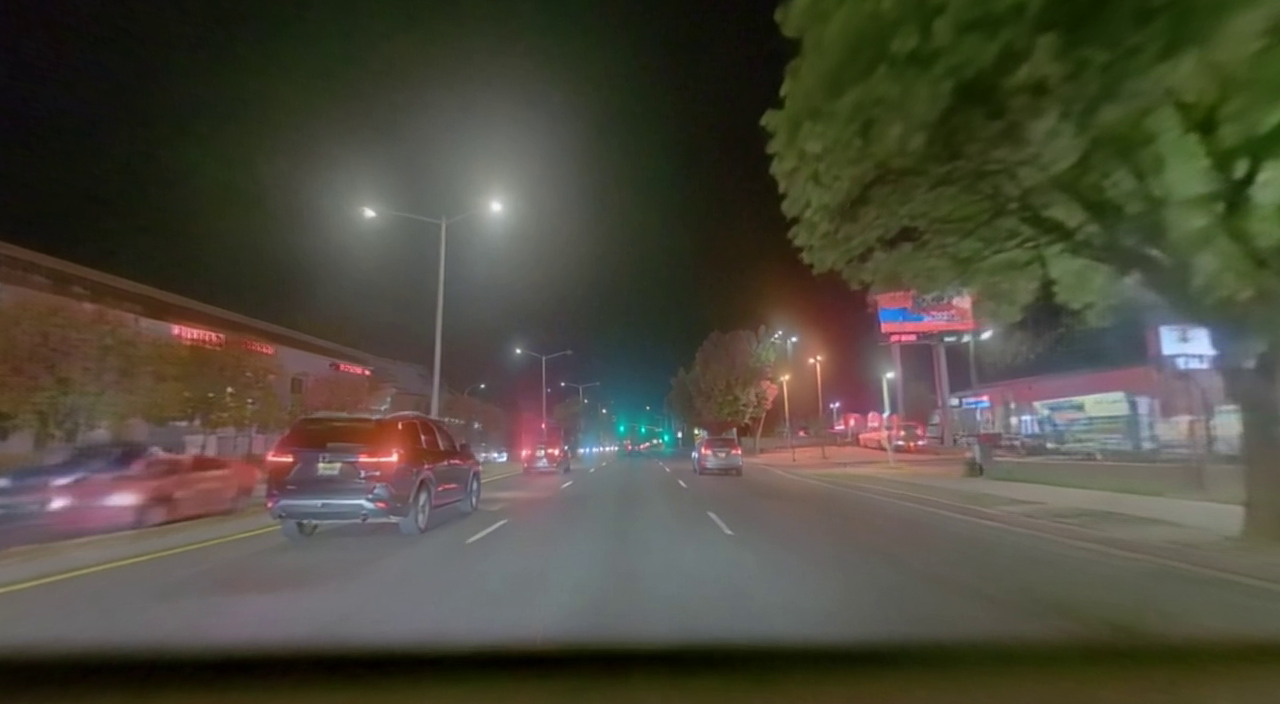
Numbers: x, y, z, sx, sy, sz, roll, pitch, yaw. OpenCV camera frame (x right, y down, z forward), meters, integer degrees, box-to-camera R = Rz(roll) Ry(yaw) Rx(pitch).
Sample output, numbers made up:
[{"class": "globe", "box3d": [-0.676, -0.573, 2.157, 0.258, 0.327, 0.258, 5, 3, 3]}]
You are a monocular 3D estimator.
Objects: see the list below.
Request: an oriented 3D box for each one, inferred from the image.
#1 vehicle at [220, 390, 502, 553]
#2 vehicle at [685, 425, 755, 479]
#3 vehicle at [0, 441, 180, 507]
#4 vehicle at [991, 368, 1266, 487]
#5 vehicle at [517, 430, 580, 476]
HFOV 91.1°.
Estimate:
[{"class": "vehicle", "box3d": [-3.863, 1.761, 9.948, 2.210, 1.925, 4.838, 0, -8, 0]}, {"class": "vehicle", "box3d": [3.043, 3.917, 24.859, 2.024, 1.921, 4.431, 0, -8, -2]}, {"class": "vehicle", "box3d": [-16.456, 3.524, 18.759, 2.009, 1.702, 4.411, 0, -8, 0]}, {"class": "vehicle", "box3d": [15.757, 2.647, 21.500, 2.642, 3.252, 8.515, 0, -8, 1]}, {"class": "vehicle", "box3d": [-3.823, 4.309, 27.006, 2.014, 1.775, 4.404, 0, -8, 0]}]
